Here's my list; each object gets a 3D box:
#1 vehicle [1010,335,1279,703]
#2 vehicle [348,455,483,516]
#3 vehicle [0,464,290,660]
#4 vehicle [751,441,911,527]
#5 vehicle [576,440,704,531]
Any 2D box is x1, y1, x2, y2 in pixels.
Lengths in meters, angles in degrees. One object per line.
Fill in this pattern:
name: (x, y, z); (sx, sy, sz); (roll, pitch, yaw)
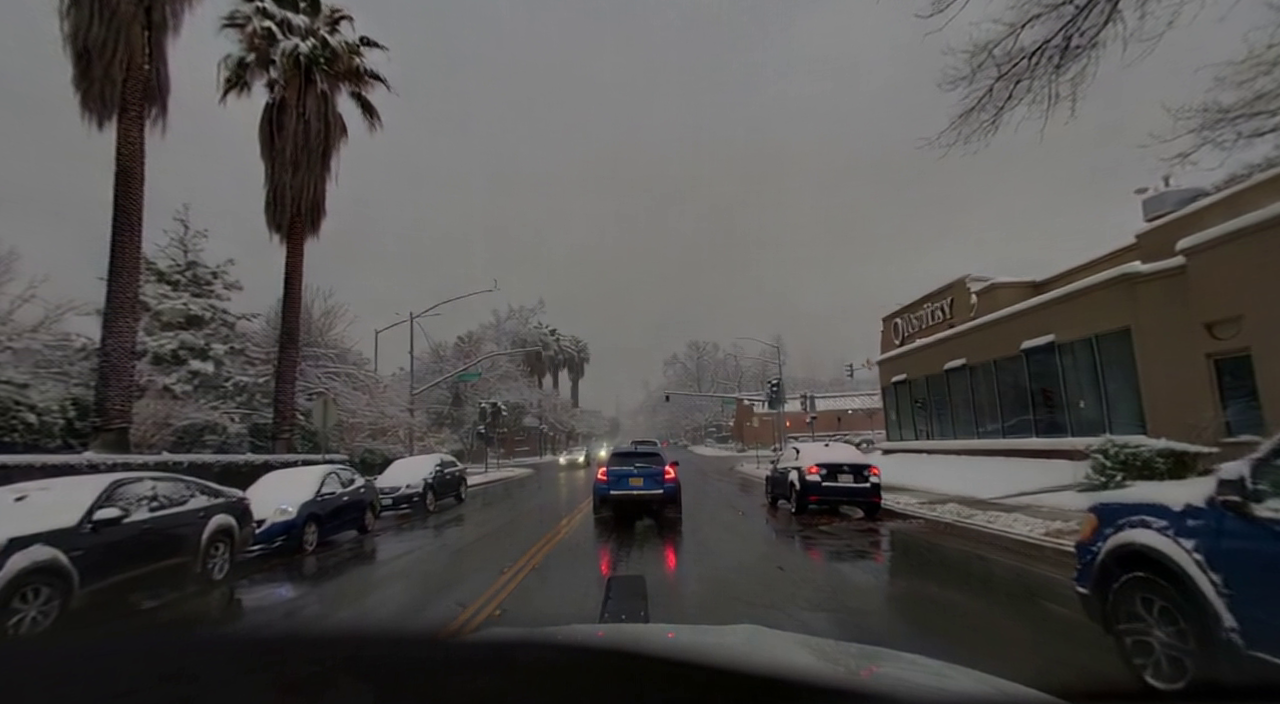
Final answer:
vehicle: (3.622, 0.720, 1.775); (2.099, 1.786, 5.198); (0, -9, 2)
vehicle: (-6.325, 3.783, 18.457); (2.105, 1.469, 4.693); (0, -9, 2)
vehicle: (-6.149, 2.057, 7.034); (1.850, 1.482, 4.454); (0, -9, 1)
vehicle: (3.598, 2.554, 12.835); (1.821, 1.417, 4.454); (0, -9, 0)
vehicle: (-0.007, 2.463, 12.243); (2.060, 1.452, 4.078); (0, -9, 0)
